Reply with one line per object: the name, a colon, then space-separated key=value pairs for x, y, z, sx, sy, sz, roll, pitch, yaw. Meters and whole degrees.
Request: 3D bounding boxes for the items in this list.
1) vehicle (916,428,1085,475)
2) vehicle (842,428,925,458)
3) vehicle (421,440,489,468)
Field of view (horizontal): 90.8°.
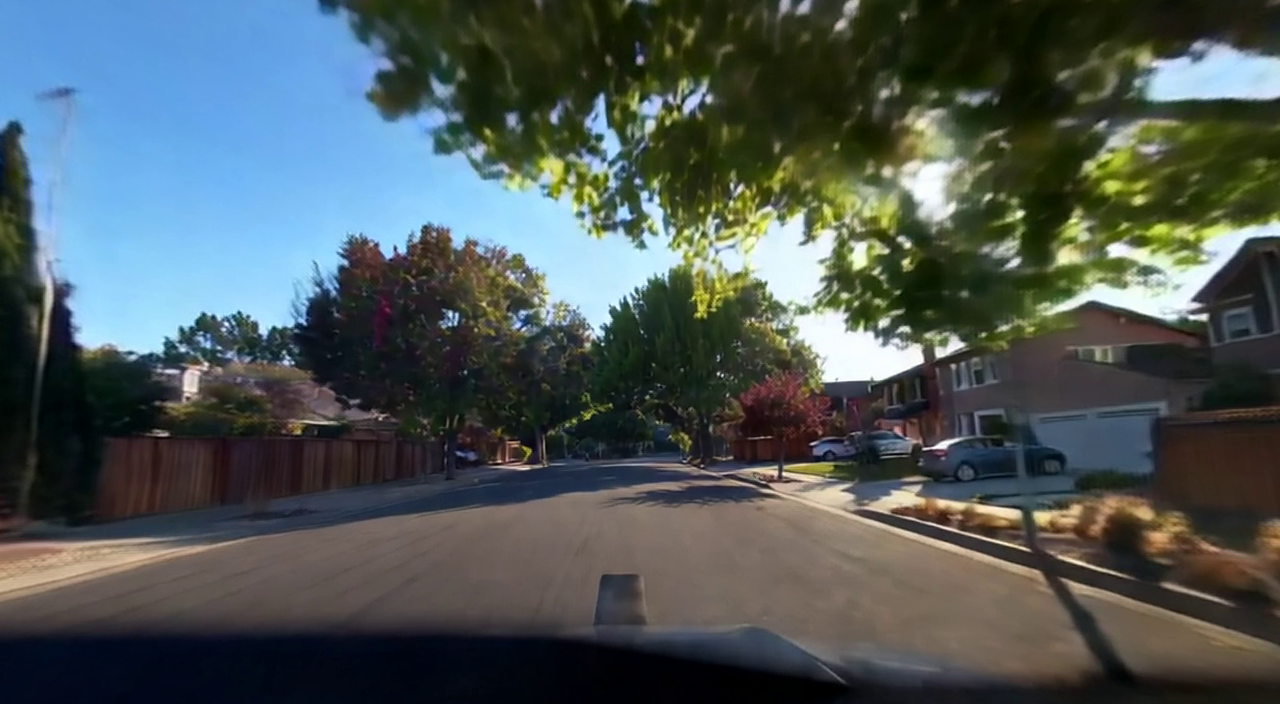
vehicle: x=11.748 y=3.261 z=20.822 sx=4.415 sy=1.457 sz=1.797 roll=0 pitch=-9 yaw=1
vehicle: x=14.258 y=5.379 z=37.217 sx=4.261 sy=1.725 sz=1.955 roll=-2 pitch=-9 yaw=13
vehicle: x=-12.744 y=6.973 z=43.350 sx=4.656 sy=1.835 sz=2.039 roll=-7 pitch=-11 yaw=37
